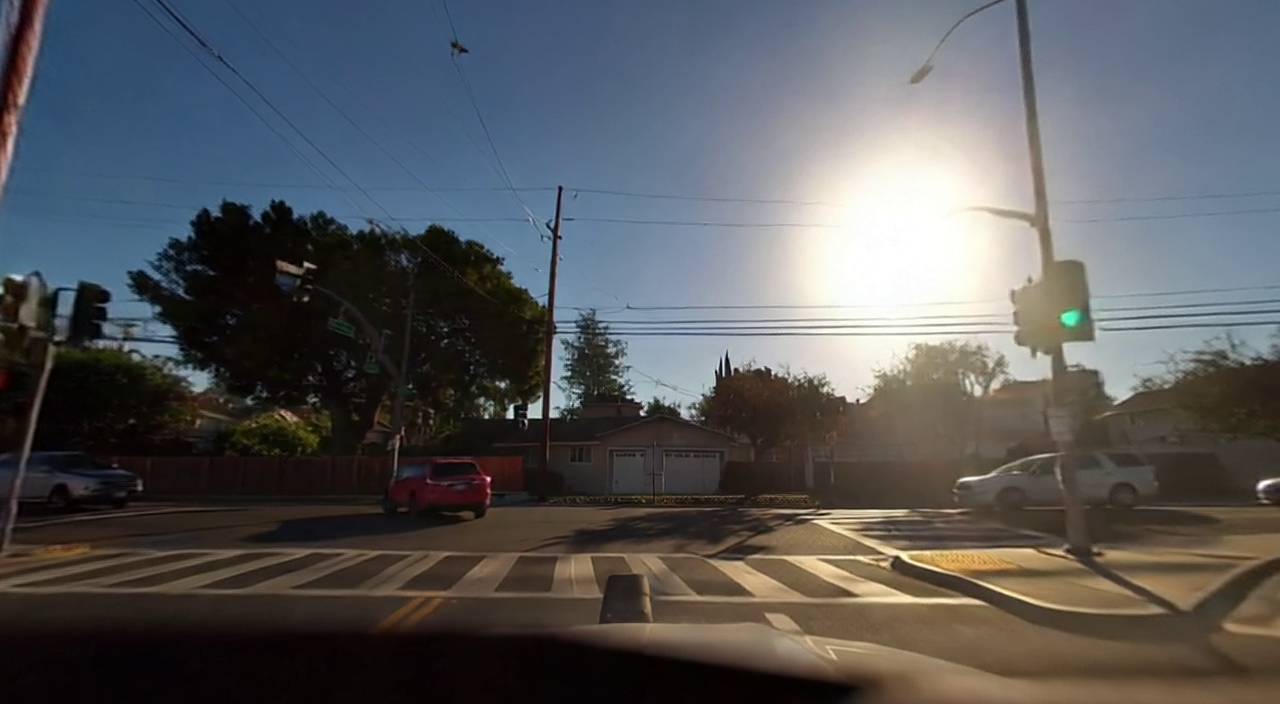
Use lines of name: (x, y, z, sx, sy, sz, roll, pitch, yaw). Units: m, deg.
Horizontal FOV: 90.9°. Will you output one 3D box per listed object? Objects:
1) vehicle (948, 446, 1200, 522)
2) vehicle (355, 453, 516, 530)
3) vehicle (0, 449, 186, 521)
vehicle: (10.525, 3.210, 15.676, 4.600, 1.722, 2.074, -1, -8, 6)
vehicle: (-5.097, 3.248, 15.369, 2.078, 1.506, 4.512, 7, -11, -40)
vehicle: (-14.414, 3.280, 15.959, 4.485, 1.625, 1.980, -1, -8, 8)
